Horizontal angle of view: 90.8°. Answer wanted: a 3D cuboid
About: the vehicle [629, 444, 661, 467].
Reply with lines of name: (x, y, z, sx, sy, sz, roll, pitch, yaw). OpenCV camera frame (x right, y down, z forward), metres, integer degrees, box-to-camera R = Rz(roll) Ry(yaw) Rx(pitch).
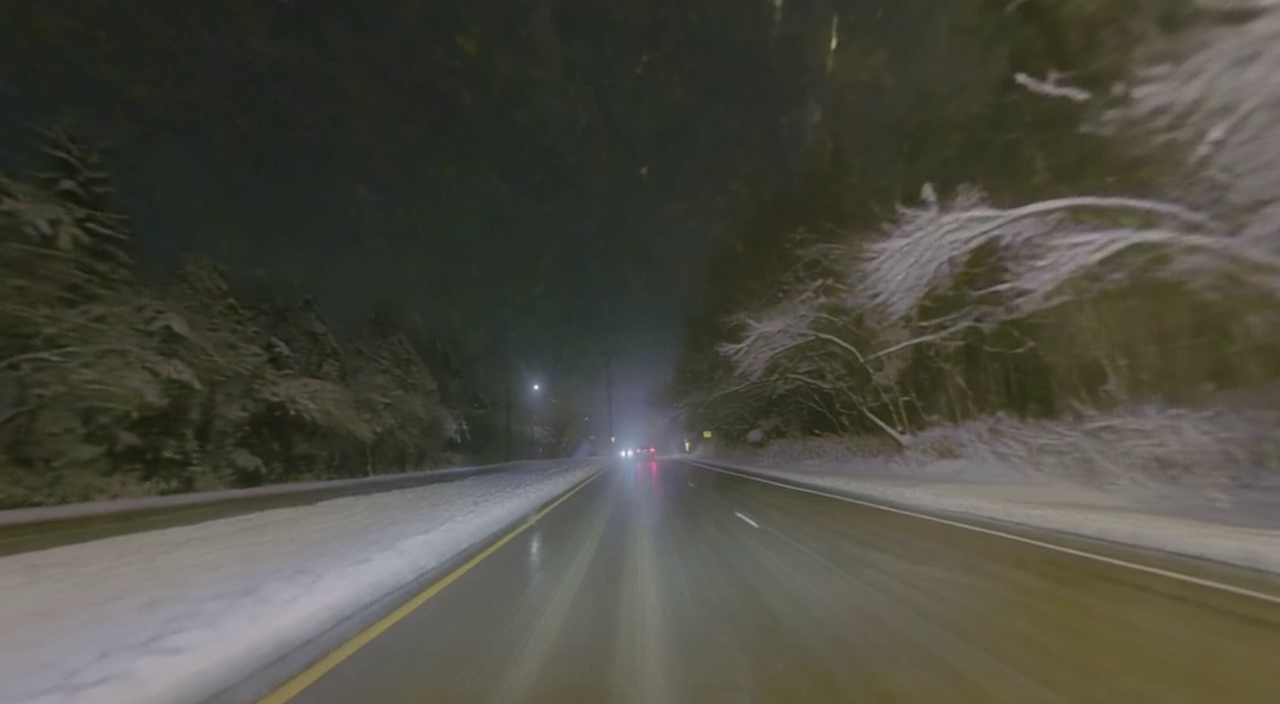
vehicle: (0.347, 8.166, 49.834, 2.183, 1.744, 4.424, 0, -9, -3)
